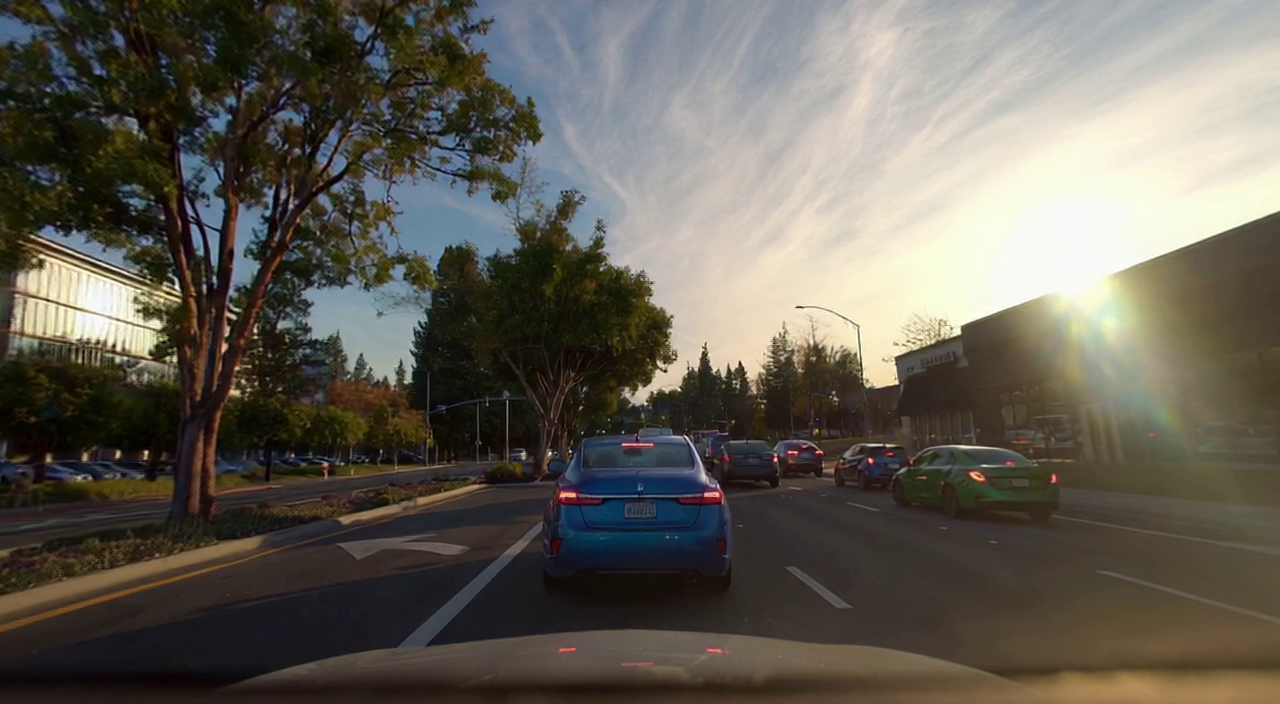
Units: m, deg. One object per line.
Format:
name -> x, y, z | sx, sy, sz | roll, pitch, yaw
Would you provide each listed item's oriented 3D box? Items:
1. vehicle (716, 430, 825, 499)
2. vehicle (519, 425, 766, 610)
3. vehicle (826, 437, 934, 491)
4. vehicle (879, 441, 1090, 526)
vehicle -> 3.625, 3.229, 18.485 | 2.114, 1.736, 4.553 | 0, -8, -1
vehicle -> -0.015, 1.653, 7.319 | 1.977, 1.465, 4.376 | 0, -8, -1
vehicle -> 7.968, 3.739, 21.425 | 1.963, 1.637, 4.527 | 0, -8, 1
vehicle -> 6.869, 2.626, 13.255 | 1.911, 1.468, 4.417 | 0, -8, 0
